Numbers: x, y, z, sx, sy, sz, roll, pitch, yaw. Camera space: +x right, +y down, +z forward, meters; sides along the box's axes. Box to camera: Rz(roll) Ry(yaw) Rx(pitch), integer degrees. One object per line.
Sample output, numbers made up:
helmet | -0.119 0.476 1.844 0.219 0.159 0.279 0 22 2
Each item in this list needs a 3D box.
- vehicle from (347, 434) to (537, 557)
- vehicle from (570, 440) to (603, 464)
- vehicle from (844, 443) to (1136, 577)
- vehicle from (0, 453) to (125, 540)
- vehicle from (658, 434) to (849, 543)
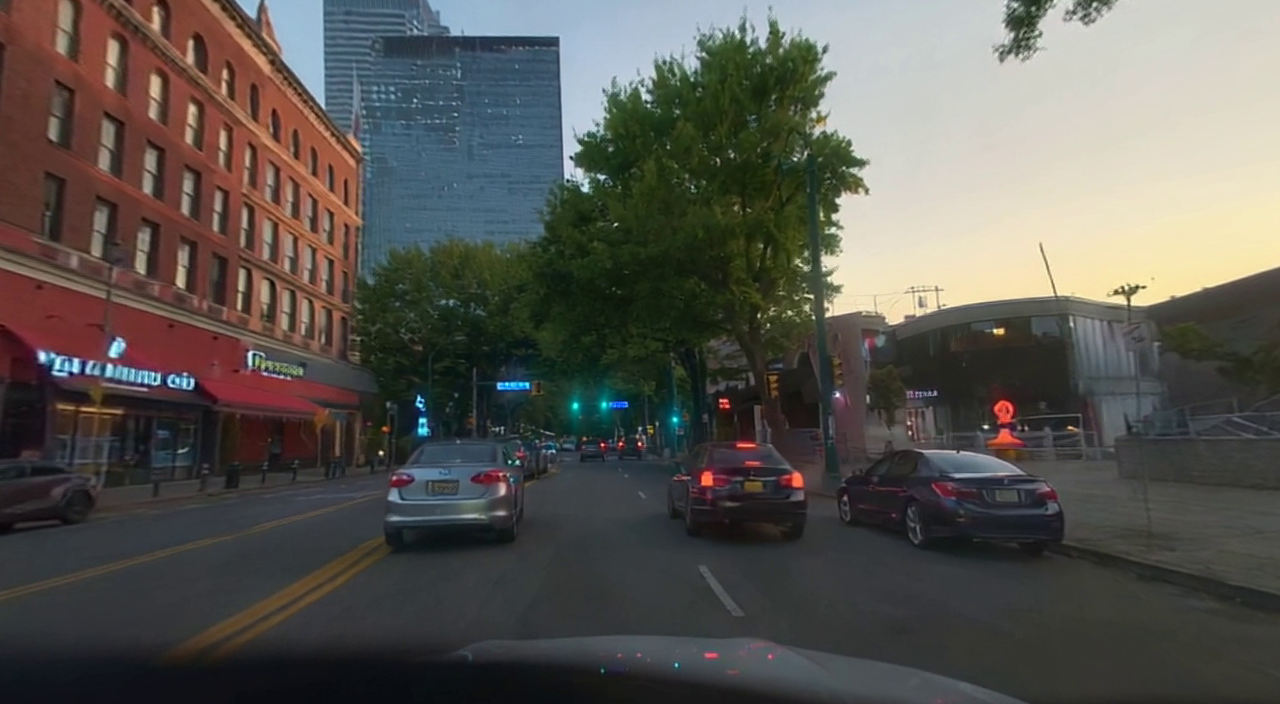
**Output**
vehicle | -2.837 2.053 9.915 2.169 1.427 4.531 2 -9 -12
vehicle | -3.620 6.674 42.263 2.102 1.521 4.078 1 -8 -5
vehicle | 4.815 2.170 9.481 1.986 1.555 3.879 0 -8 -3
vehicle | -14.055 3.098 13.800 2.000 1.708 4.494 1 -8 -5
vehicle | 1.635 2.206 10.951 2.150 1.464 4.467 1 -8 -5
